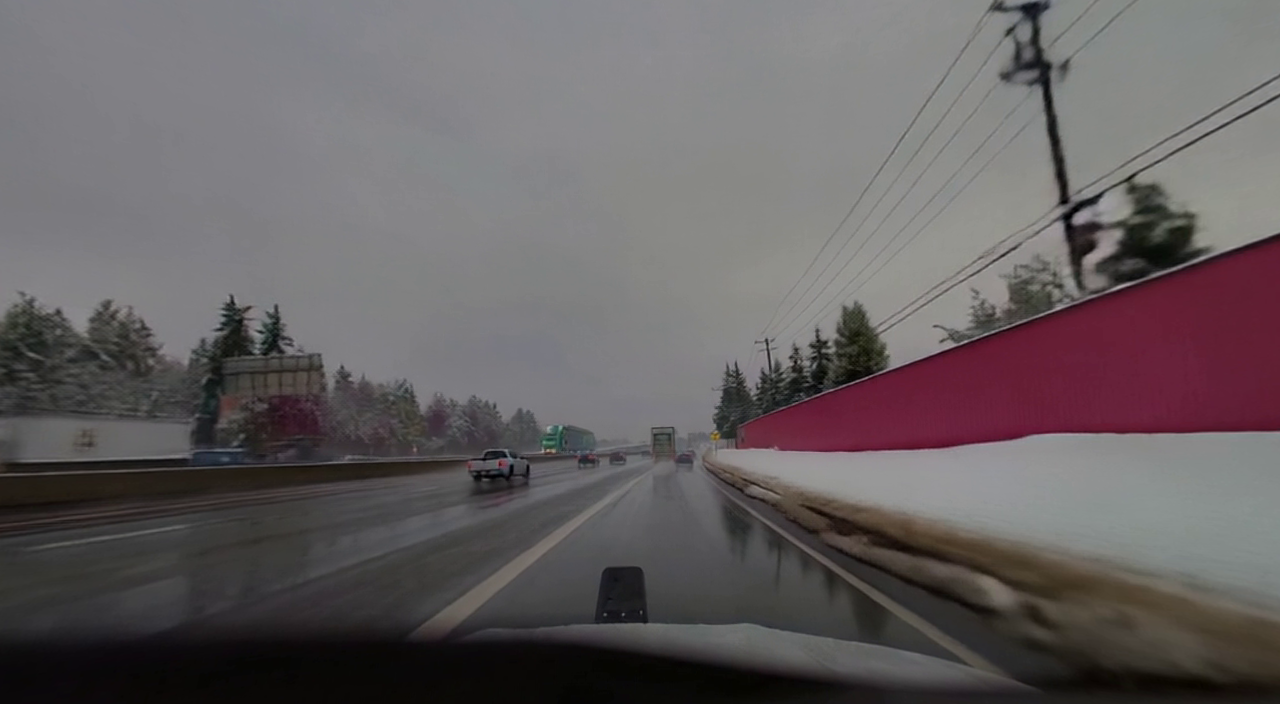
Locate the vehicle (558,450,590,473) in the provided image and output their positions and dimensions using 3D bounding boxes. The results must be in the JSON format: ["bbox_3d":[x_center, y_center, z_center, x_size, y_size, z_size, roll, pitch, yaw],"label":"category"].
[{"bbox_3d":[-4.559,7.558,43.644,1.708,1.489,2.840,-1,-9,4],"label":"vehicle"}]

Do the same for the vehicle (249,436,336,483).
[{"bbox_3d":[-24.808,7.656,45.290,2.499,3.087,5.698,-1,-9,6],"label":"vehicle"}]

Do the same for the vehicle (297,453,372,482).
[{"bbox_3d":[-20.989,7.934,43.573,2.076,1.824,5.373,-1,-9,5],"label":"vehicle"}]

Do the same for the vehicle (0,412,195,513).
[{"bbox_3d":[-22.323,4.212,24.456,2.878,3.290,9.214,-1,-9,3],"label":"vehicle"}]

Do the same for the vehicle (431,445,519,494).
[{"bbox_3d":[-5.796,4.163,22.679,1.966,1.565,3.766,-1,-9,3],"label":"vehicle"}]

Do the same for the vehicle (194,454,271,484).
[{"bbox_3d":[-29.648,8.482,46.094,2.067,1.971,4.827,-1,-9,6],"label":"vehicle"}]
